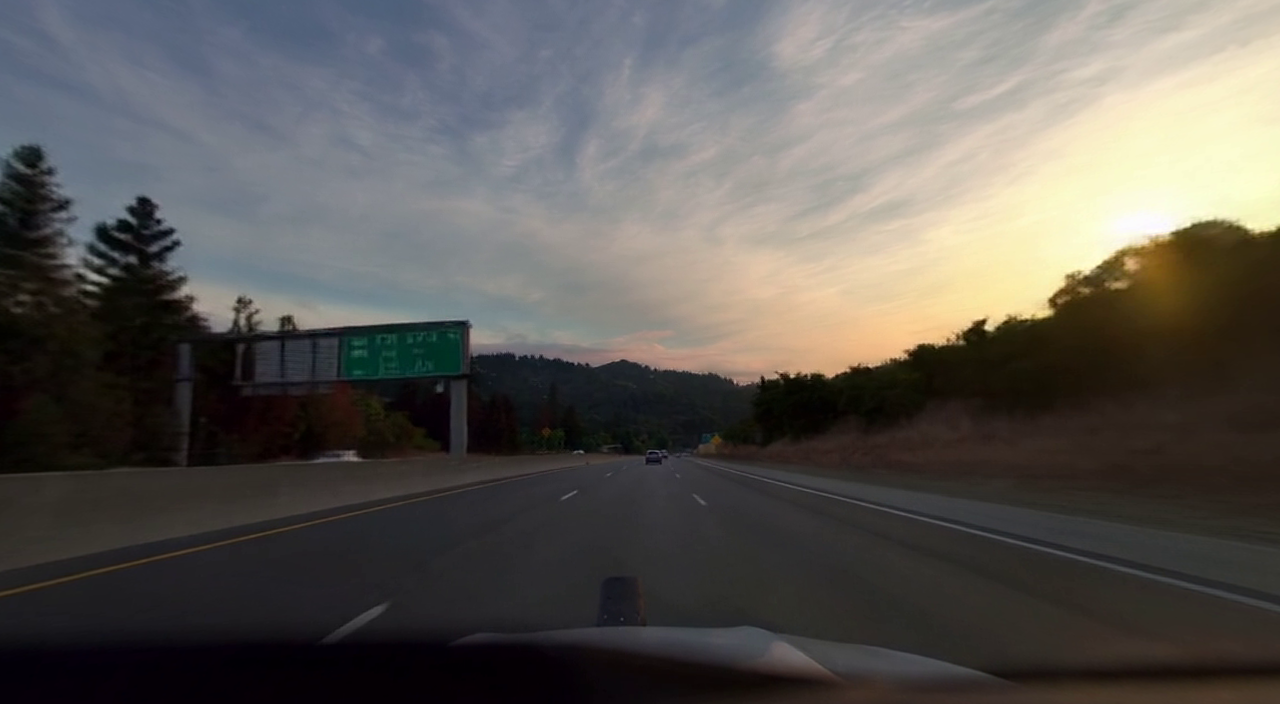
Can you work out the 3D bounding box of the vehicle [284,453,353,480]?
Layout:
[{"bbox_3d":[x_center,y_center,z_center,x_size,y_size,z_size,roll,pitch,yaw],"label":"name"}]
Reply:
[{"bbox_3d":[-18.859,6.714,37.202,1.753,1.465,4.450,0,-9,0],"label":"vehicle"}]
